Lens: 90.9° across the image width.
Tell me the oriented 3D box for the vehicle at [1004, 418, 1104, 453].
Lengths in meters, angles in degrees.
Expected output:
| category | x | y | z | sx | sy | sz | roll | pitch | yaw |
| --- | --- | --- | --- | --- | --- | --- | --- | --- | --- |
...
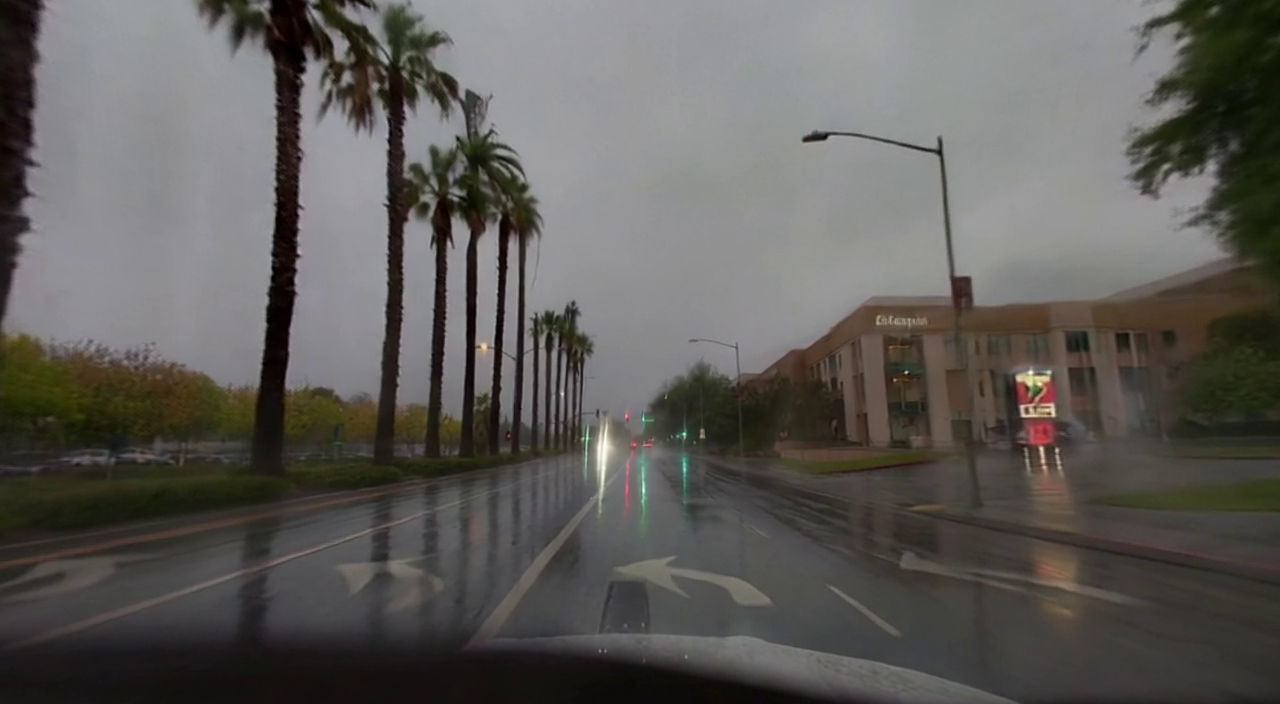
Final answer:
| category | x | y | z | sx | sy | sz | roll | pitch | yaw |
| --- | --- | --- | --- | --- | --- | --- | --- | --- | --- |
| vehicle | 22.877 | 4.677 | 35.104 | 2.222 | 1.818 | 5.099 | 0 | -8 | 2 |
